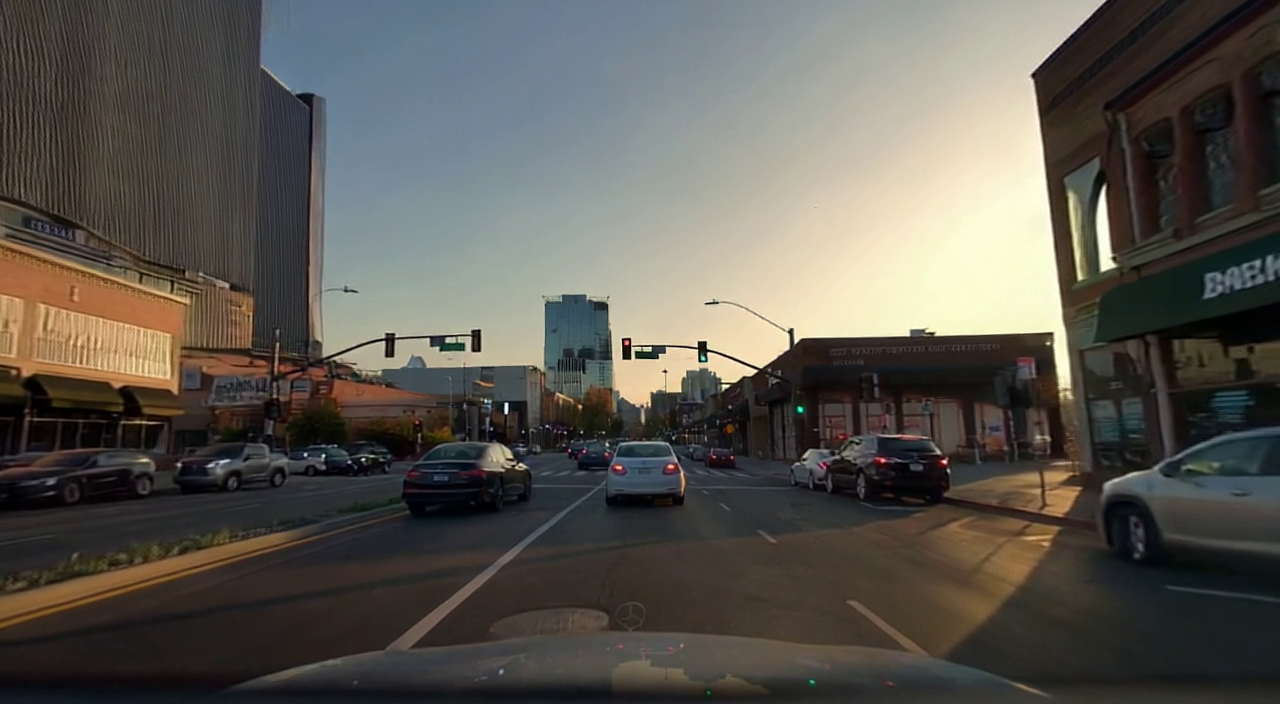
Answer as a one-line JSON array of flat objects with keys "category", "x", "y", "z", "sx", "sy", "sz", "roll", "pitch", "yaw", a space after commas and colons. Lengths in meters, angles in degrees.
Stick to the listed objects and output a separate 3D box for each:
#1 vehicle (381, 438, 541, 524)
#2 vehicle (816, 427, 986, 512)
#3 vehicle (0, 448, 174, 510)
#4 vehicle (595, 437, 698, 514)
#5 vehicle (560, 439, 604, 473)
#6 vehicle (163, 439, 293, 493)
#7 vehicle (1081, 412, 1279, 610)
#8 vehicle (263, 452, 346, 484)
[{"category": "vehicle", "x": -3.431, "y": 2.552, "z": 13.044, "sx": 1.950, "sy": 1.450, "sz": 4.257, "roll": 0, "pitch": -9, "yaw": 1}, {"category": "vehicle", "x": 6.579, "y": 3.020, "z": 16.765, "sx": 2.289, "sy": 1.867, "sz": 5.322, "roll": 0, "pitch": -9, "yaw": 1}, {"category": "vehicle", "x": -17.094, "y": 3.824, "z": 19.543, "sx": 1.888, "sy": 1.692, "sz": 4.356, "roll": 0, "pitch": -9, "yaw": 0}, {"category": "vehicle", "x": 0.102, "y": 2.753, "z": 14.530, "sx": 2.037, "sy": 1.484, "sz": 4.073, "roll": 0, "pitch": -9, "yaw": -1}, {"category": "vehicle", "x": -3.104, "y": 5.688, "z": 34.535, "sx": 2.007, "sy": 1.736, "sz": 4.185, "roll": 0, "pitch": -9, "yaw": 1}, {"category": "vehicle", "x": -16.817, "y": 4.646, "z": 26.205, "sx": 2.239, "sy": 1.963, "sz": 5.779, "roll": 1, "pitch": -9, "yaw": -9}, {"category": "vehicle", "x": 6.598, "y": 1.402, "z": 5.595, "sx": 1.986, "sy": 1.722, "sz": 4.516, "roll": 0, "pitch": -9, "yaw": -1}, {"category": "vehicle", "x": -17.179, "y": 5.926, "z": 32.507, "sx": 1.774, "sy": 1.436, "sz": 4.473, "roll": 0, "pitch": -9, "yaw": 1}]
